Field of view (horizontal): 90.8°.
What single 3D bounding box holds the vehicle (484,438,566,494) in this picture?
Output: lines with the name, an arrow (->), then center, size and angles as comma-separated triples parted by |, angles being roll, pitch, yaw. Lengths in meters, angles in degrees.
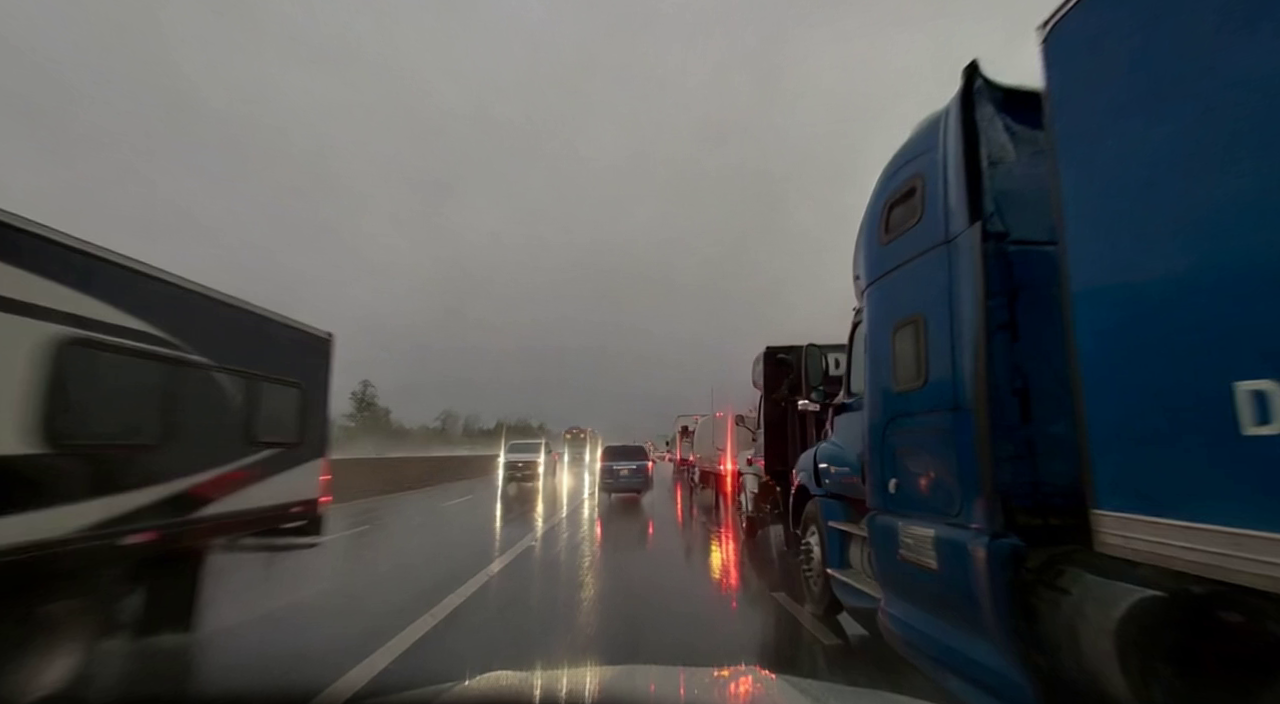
vehicle -> -3.869, 3.918, 21.998 | 1.986, 1.733, 4.209 | 0, -9, 1

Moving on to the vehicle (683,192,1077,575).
vehicle -> 3.016, 1.448, 14.589 | 2.934, 4.123, 15.785 | 0, -9, 0

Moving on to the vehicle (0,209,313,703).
vehicle -> -3.765, 0.554, 2.343 | 2.254, 2.331, 5.179 | 0, -9, 0

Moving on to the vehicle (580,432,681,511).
vehicle -> -0.246, 2.947, 15.949 | 2.201, 1.719, 4.058 | 0, -9, -1
